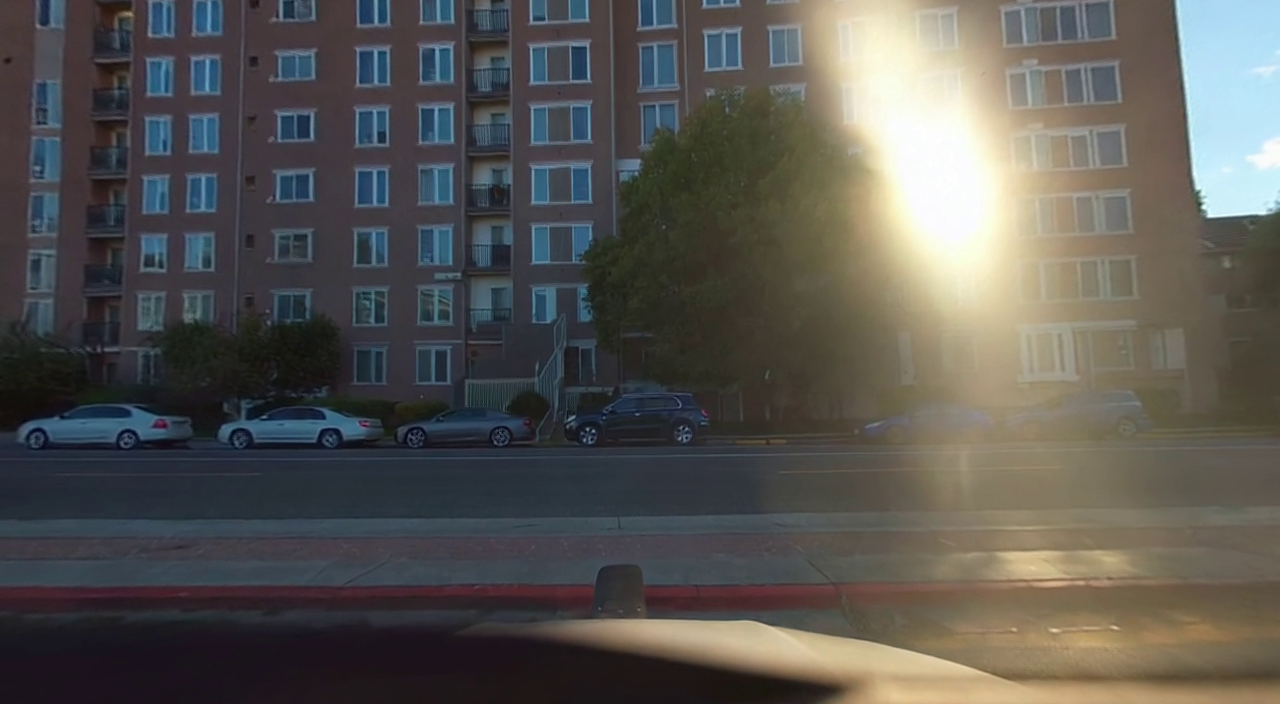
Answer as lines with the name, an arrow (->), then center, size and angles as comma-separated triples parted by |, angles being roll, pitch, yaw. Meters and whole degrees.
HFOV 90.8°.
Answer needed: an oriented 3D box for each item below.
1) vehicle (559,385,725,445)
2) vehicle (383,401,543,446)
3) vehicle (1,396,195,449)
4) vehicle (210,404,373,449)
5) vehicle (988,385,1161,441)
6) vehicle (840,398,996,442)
vehicle -> 0.011, 2.173, 21.295 | 5.299, 1.860, 2.098 | 1, -9, -5
vehicle -> -5.777, 2.424, 21.118 | 4.851, 1.339, 1.785 | 0, -10, -3
vehicle -> -17.541, 2.330, 20.667 | 4.426, 1.641, 1.889 | 0, -8, -5
vehicle -> -11.439, 2.490, 20.983 | 4.336, 1.438, 1.776 | 0, -8, -3
vehicle -> 14.983, 2.092, 21.971 | 4.544, 1.780, 1.966 | -1, -5, -1
vehicle -> 9.391, 2.317, 21.539 | 4.521, 1.411, 1.726 | 1, -6, -4
